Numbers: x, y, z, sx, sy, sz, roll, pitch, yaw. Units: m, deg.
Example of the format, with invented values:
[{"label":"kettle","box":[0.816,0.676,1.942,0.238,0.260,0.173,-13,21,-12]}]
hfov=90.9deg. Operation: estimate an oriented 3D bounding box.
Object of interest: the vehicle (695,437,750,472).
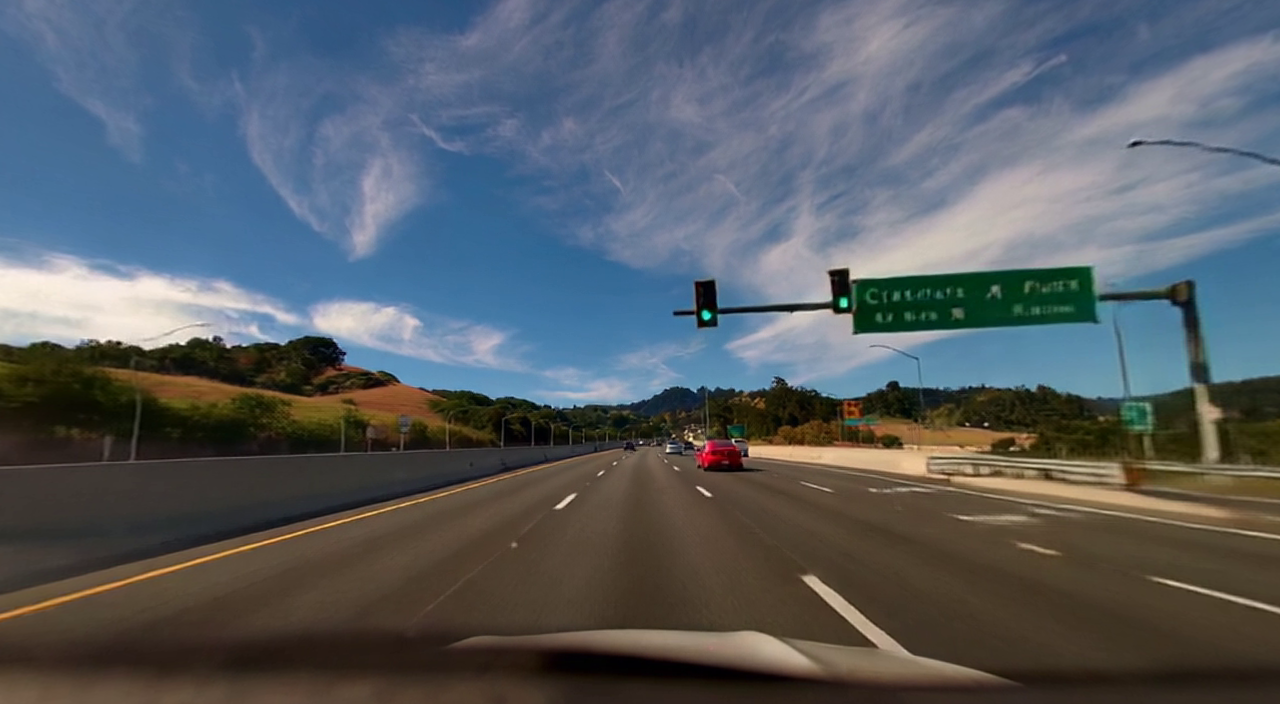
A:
[{"label":"vehicle","box":[3.686,4.678,29.057,1.916,1.469,4.481,0,-8,0]}]
